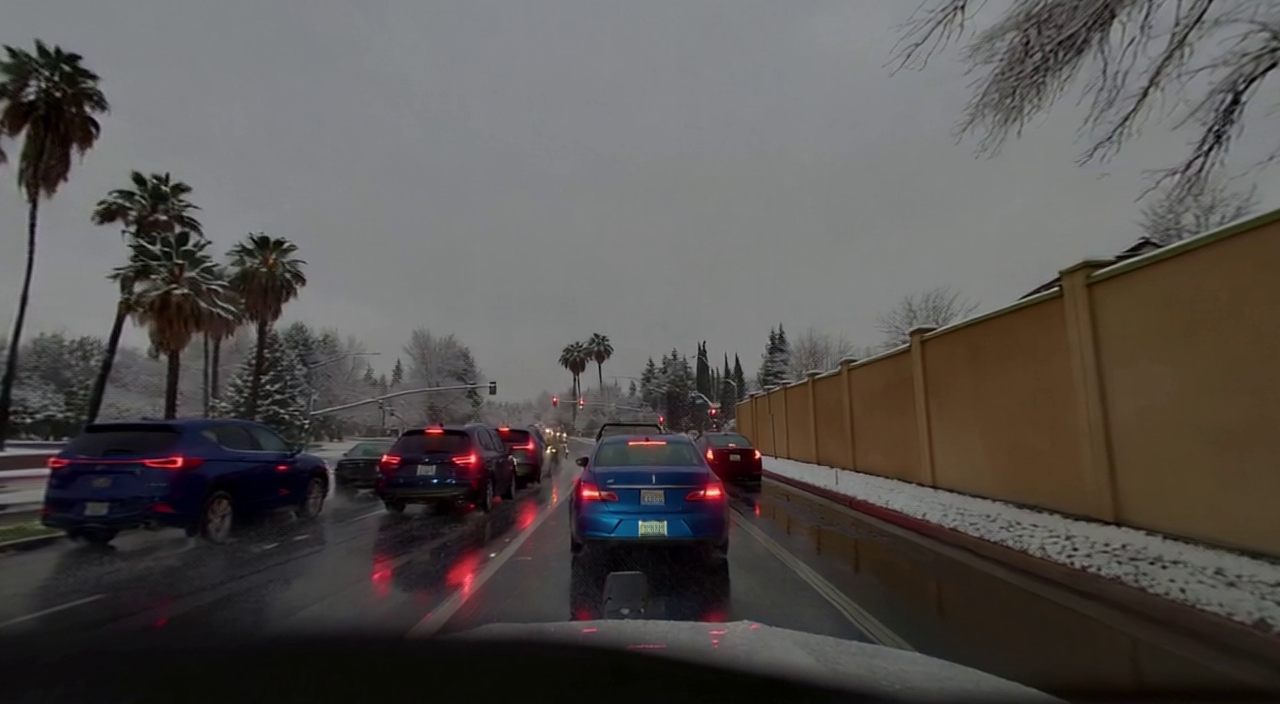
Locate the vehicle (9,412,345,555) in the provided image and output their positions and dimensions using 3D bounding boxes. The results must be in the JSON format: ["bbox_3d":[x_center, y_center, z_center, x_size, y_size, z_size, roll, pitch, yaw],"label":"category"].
[{"bbox_3d":[-6.689,1.924,9.959,1.963,1.721,4.467,0,-8,-2],"label":"vehicle"}]

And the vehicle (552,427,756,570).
[{"bbox_3d":[0.070,1.848,8.794,2.128,1.473,4.272,0,-8,-2],"label":"vehicle"}]

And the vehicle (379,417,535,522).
[{"bbox_3d":[-3.452,2.300,12.823,2.007,1.746,4.136,0,-8,-2],"label":"vehicle"}]
